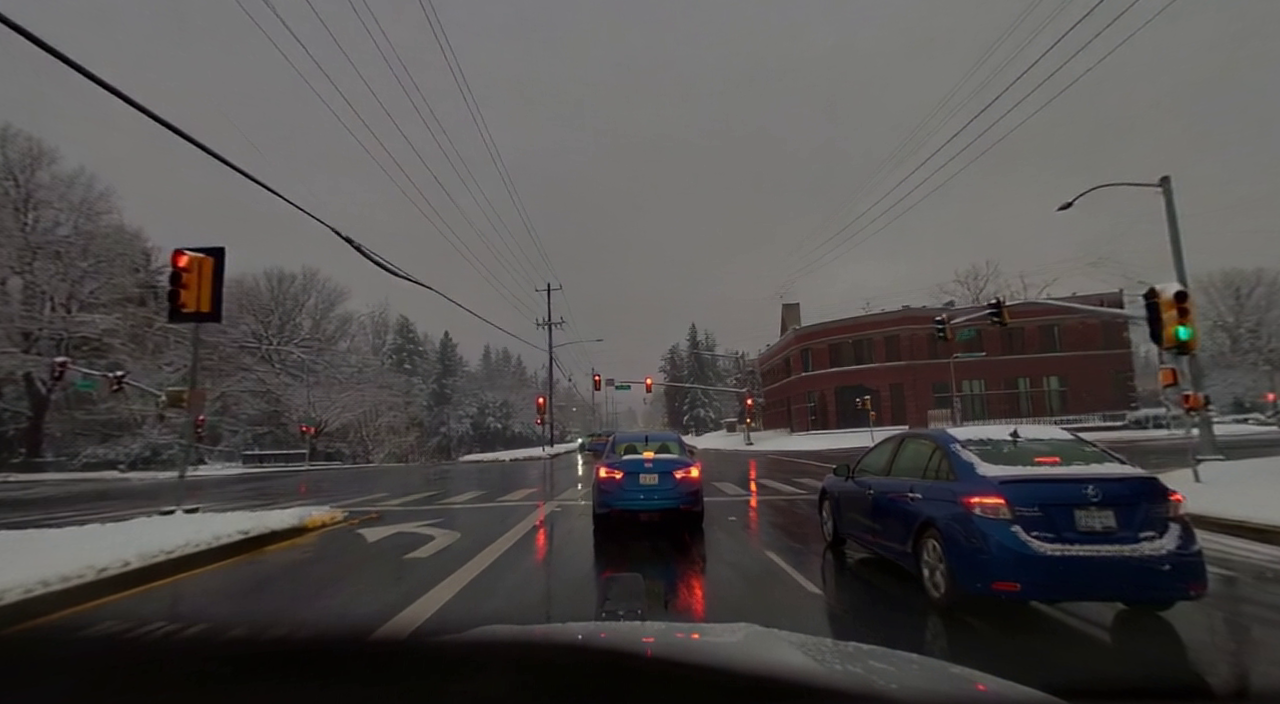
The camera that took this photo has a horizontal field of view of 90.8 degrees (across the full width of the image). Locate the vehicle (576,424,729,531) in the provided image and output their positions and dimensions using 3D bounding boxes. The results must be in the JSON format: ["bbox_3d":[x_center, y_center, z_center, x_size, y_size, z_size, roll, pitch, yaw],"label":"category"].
[{"bbox_3d":[0.168,2.024,10.718,2.110,1.466,3.860,0,-8,0],"label":"vehicle"}]

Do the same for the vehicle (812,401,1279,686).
[{"bbox_3d":[3.088,1.298,5.446,2.004,1.448,4.263,0,-8,0],"label":"vehicle"}]
